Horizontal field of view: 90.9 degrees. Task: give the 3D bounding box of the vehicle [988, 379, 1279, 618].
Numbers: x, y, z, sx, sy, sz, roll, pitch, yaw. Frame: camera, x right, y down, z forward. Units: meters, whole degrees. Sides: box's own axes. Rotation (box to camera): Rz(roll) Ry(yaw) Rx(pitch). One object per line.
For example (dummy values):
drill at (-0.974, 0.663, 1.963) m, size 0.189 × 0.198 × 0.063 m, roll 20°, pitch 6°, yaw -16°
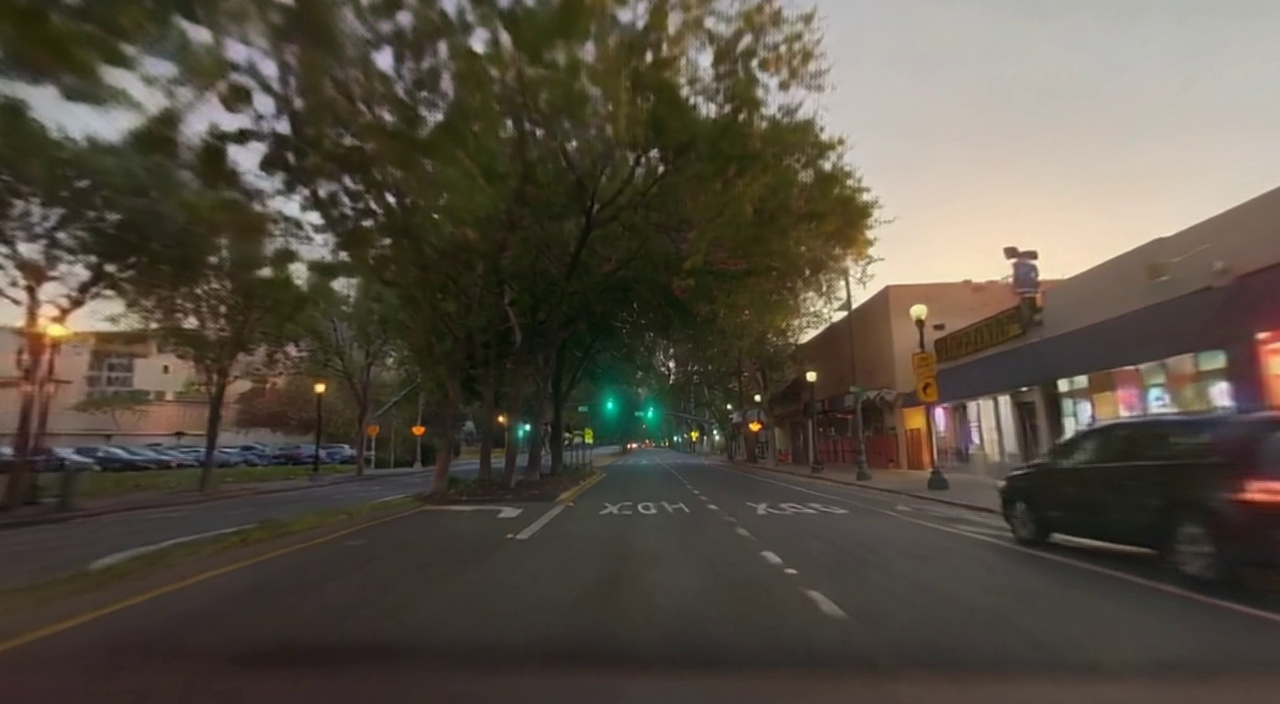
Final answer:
vehicle at (6.123, 1.386, 6.460) m, size 2.112 × 1.894 × 4.910 m, roll 0°, pitch -9°, yaw -2°
